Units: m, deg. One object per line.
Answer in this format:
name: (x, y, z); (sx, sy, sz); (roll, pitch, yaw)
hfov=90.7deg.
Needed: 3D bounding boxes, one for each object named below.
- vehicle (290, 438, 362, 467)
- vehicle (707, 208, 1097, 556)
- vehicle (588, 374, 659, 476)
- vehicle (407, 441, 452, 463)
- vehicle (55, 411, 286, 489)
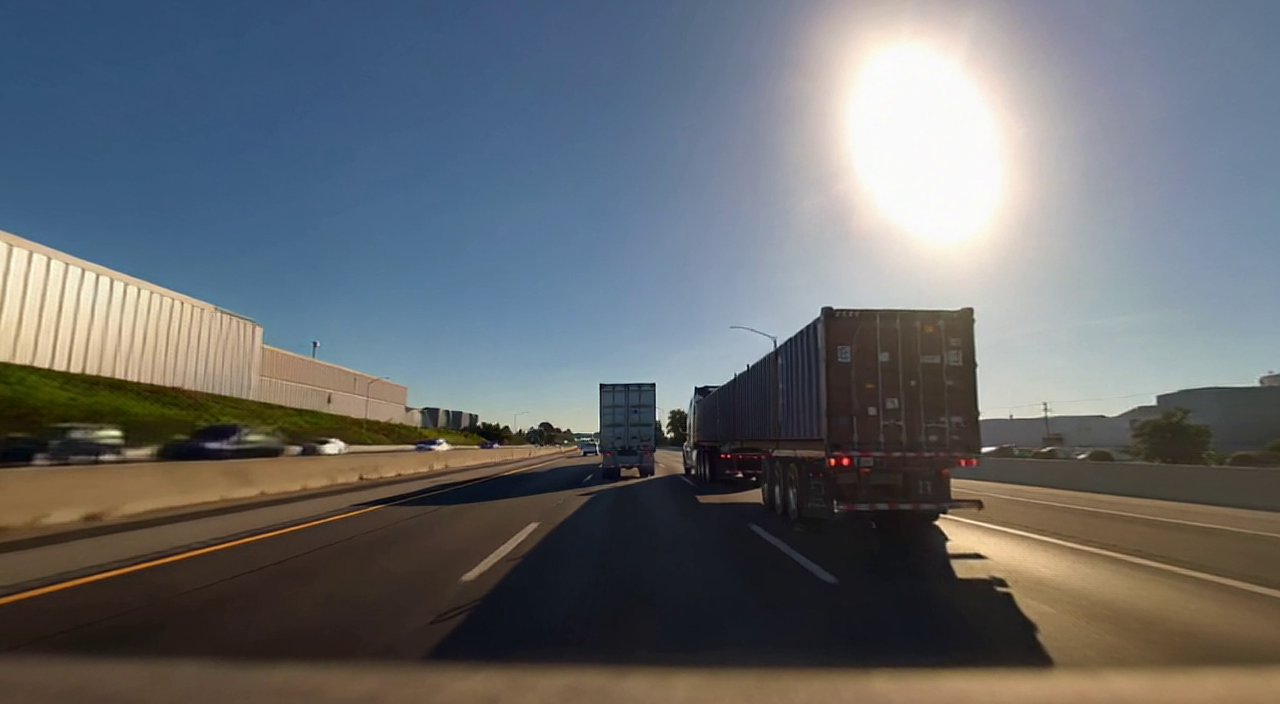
vehicle: (-17.782, 5.700, 36.088); (1.897, 1.498, 4.642); (0, -8, -2)
vehicle: (3.649, 1.198, 13.705); (2.803, 4.072, 12.744); (0, -8, -1)
vehicle: (-0.558, 3.833, 31.670); (2.841, 4.071, 12.046); (-1, -8, 1)
vehicle: (-14.341, 6.829, 43.338); (1.814, 1.449, 4.409); (0, -8, -3)
vehicle: (-12.528, 2.698, 17.589); (2.220, 1.787, 5.560); (0, -8, -1)
